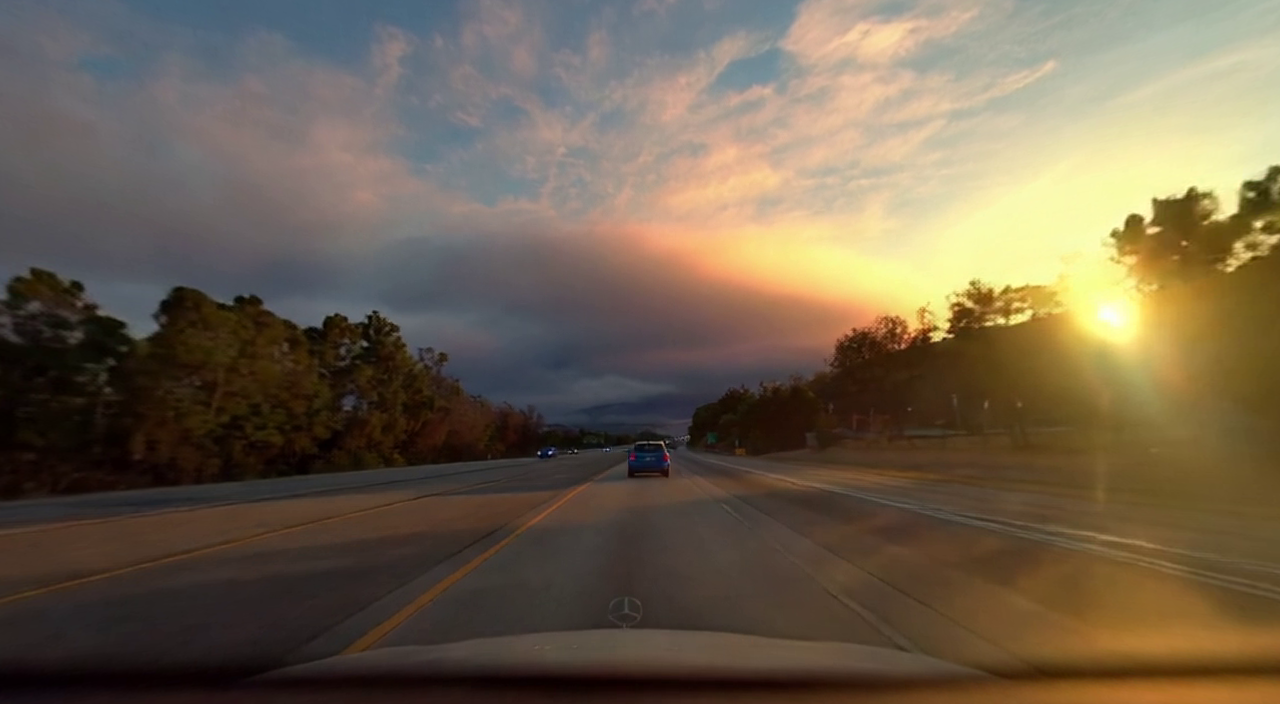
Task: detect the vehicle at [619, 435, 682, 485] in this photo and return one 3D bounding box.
[{"bbox_3d":[0.379,4.141,24.395,2.190,1.706,4.062,-1,-9,0],"label":"vehicle"}]
